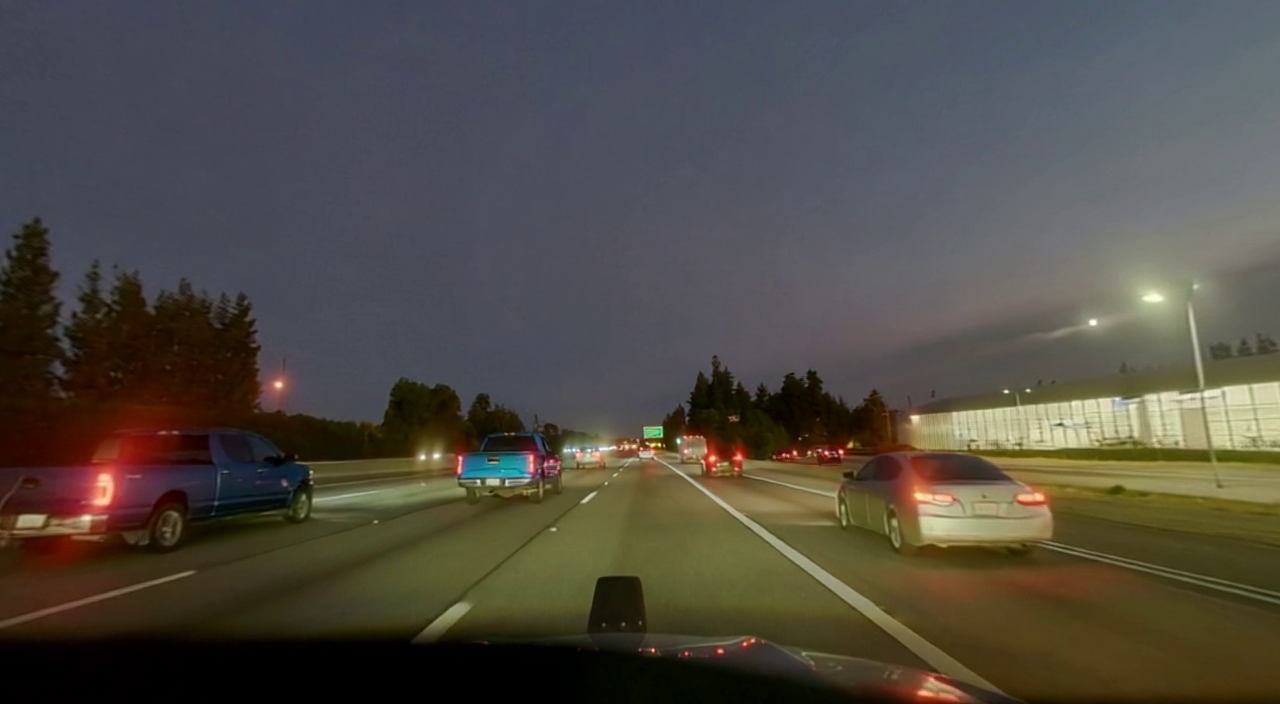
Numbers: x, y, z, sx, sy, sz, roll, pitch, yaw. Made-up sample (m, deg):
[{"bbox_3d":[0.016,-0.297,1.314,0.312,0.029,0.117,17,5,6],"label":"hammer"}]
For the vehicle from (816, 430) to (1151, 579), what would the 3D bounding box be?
[{"bbox_3d":[4.138,1.893,8.723,2.111,1.498,4.466,0,-8,0],"label":"vehicle"}]

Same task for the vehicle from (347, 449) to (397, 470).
[{"bbox_3d":[-20.208,8.114,47.717,1.824,1.439,4.318,0,-8,0],"label":"vehicle"}]

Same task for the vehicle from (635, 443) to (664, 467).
[{"bbox_3d":[0.669,7.503,46.136,2.080,1.682,4.150,0,-8,0],"label":"vehicle"}]

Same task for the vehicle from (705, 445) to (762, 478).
[{"bbox_3d":[4.454,5.278,30.777,2.072,1.456,4.537,0,-8,-1],"label":"vehicle"}]

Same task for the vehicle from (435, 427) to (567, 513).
[{"bbox_3d":[-3.170,2.797,15.484,2.146,1.775,4.553,0,-8,1],"label":"vehicle"}]

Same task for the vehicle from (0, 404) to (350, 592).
[{"bbox_3d":[-6.489,1.796,8.764,2.428,1.812,5.131,0,-8,1],"label":"vehicle"}]

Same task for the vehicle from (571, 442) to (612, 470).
[{"bbox_3d":[-3.058,6.708,40.941,2.209,1.714,4.576,0,-8,1],"label":"vehicle"}]
